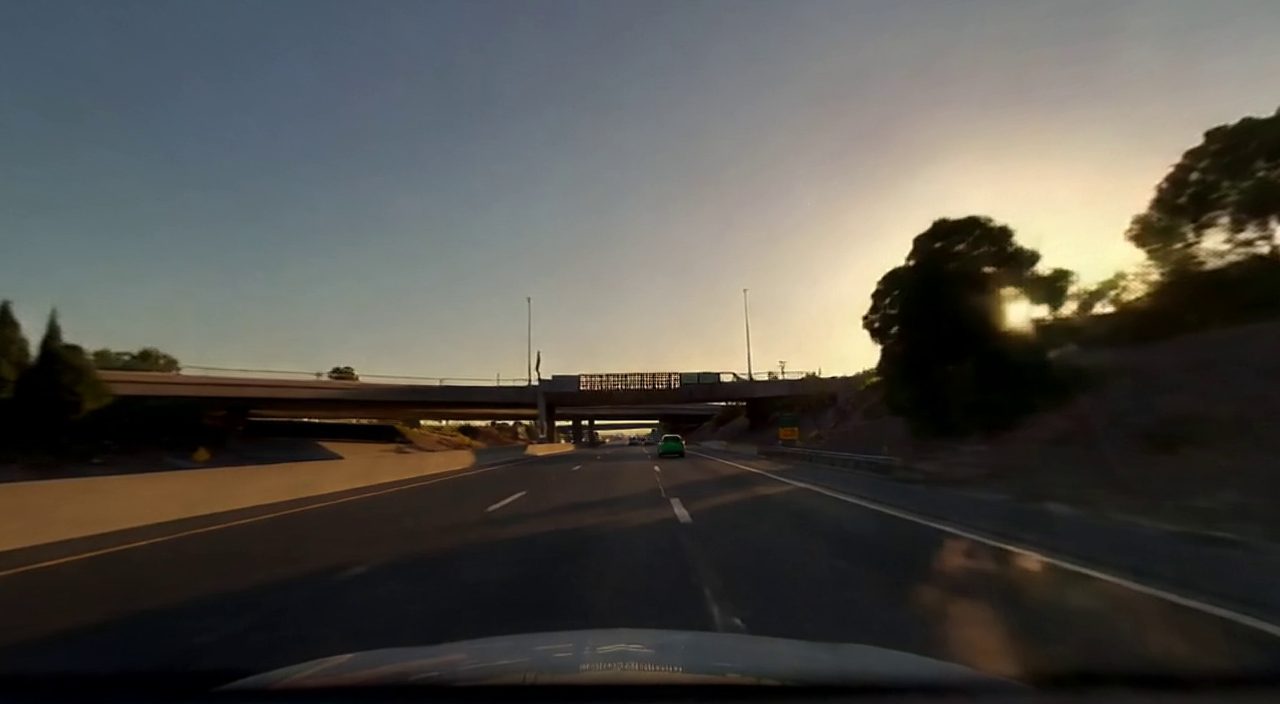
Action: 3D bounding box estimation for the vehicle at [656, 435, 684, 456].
[{"bbox_3d":[2.264,7.158,48.199,1.946,1.481,3.969,0,-8,0],"label":"vehicle"}]
